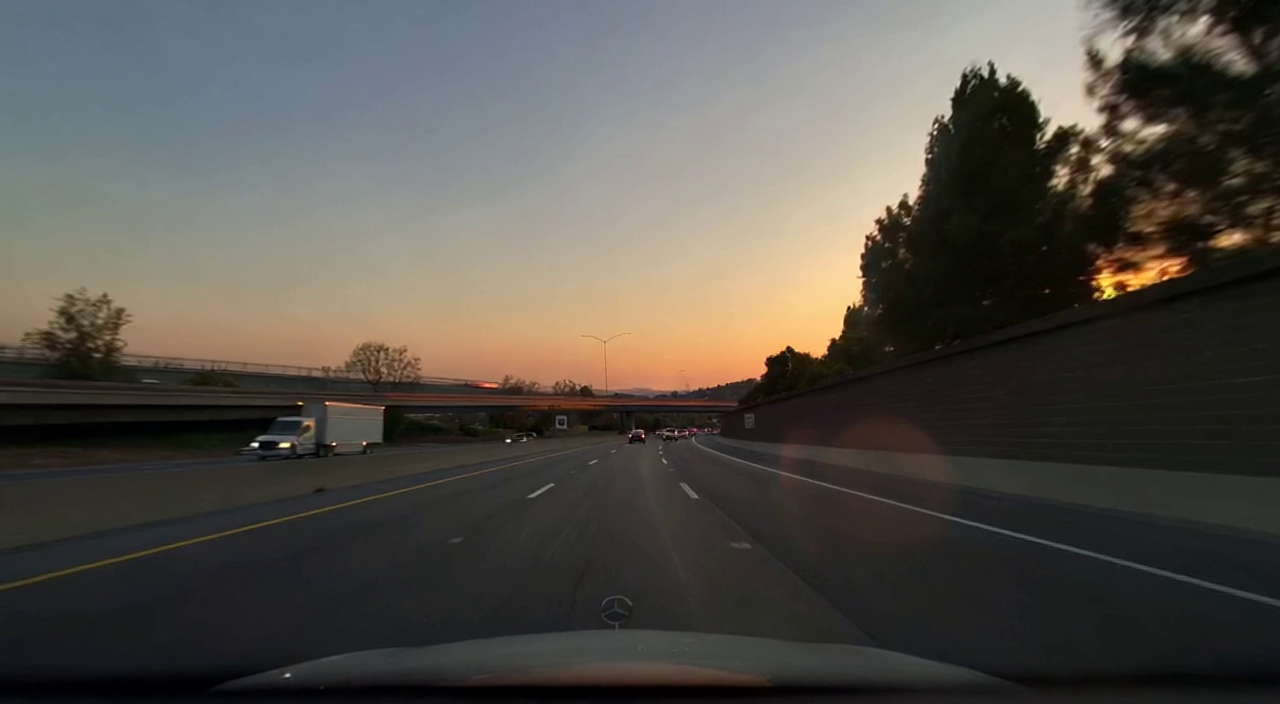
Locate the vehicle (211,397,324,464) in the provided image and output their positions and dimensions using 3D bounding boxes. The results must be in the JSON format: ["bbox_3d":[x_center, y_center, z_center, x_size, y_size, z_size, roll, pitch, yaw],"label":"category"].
[{"bbox_3d":[-23.982,5.124,41.083,3.205,4.025,6.470,0,-8,1],"label":"vehicle"}]
